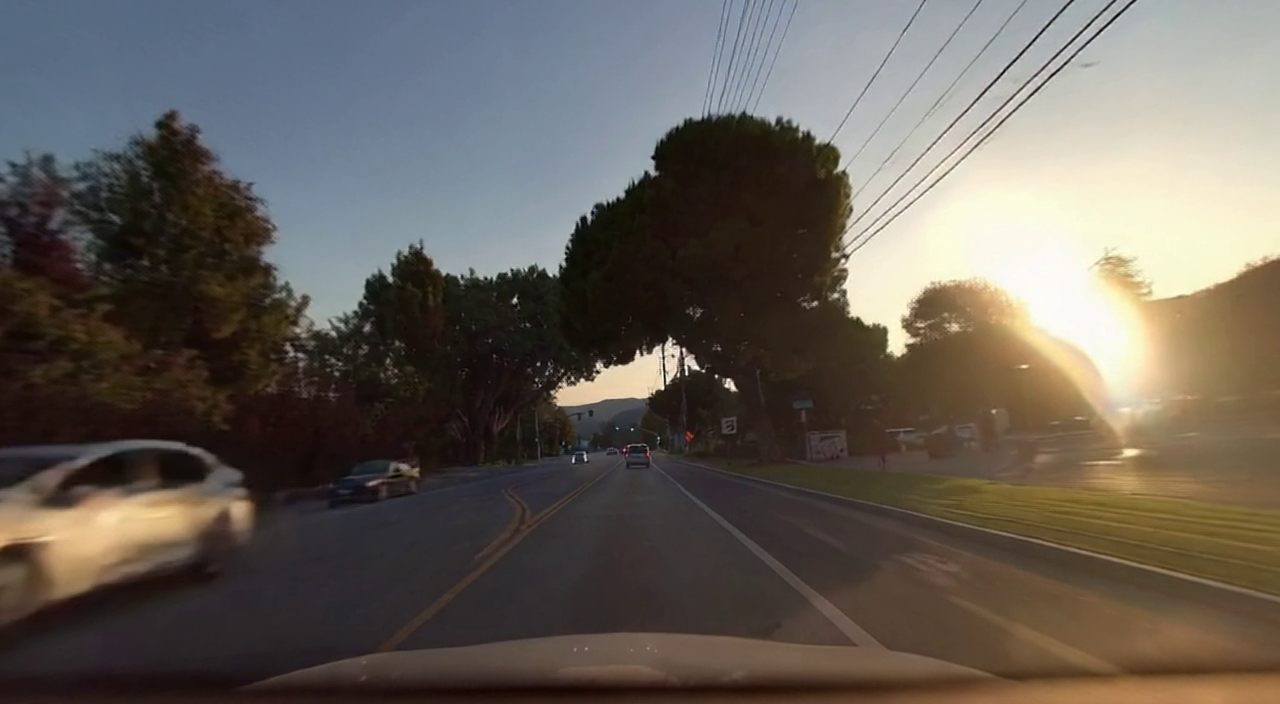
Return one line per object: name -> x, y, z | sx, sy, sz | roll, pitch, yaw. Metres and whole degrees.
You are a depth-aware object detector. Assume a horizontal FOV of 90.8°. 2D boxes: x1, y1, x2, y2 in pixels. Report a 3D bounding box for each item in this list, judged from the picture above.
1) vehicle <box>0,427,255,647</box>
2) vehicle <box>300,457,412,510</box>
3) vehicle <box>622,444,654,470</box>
vehicle -> -5.994, 1.618, 6.003 | 1.960, 1.704, 4.229 | 0, -9, 0
vehicle -> -9.287, 4.301, 21.052 | 1.841, 1.475, 4.054 | 0, -9, 0
vehicle -> -0.120, 7.416, 44.844 | 2.163, 1.746, 4.073 | 0, -8, 0
